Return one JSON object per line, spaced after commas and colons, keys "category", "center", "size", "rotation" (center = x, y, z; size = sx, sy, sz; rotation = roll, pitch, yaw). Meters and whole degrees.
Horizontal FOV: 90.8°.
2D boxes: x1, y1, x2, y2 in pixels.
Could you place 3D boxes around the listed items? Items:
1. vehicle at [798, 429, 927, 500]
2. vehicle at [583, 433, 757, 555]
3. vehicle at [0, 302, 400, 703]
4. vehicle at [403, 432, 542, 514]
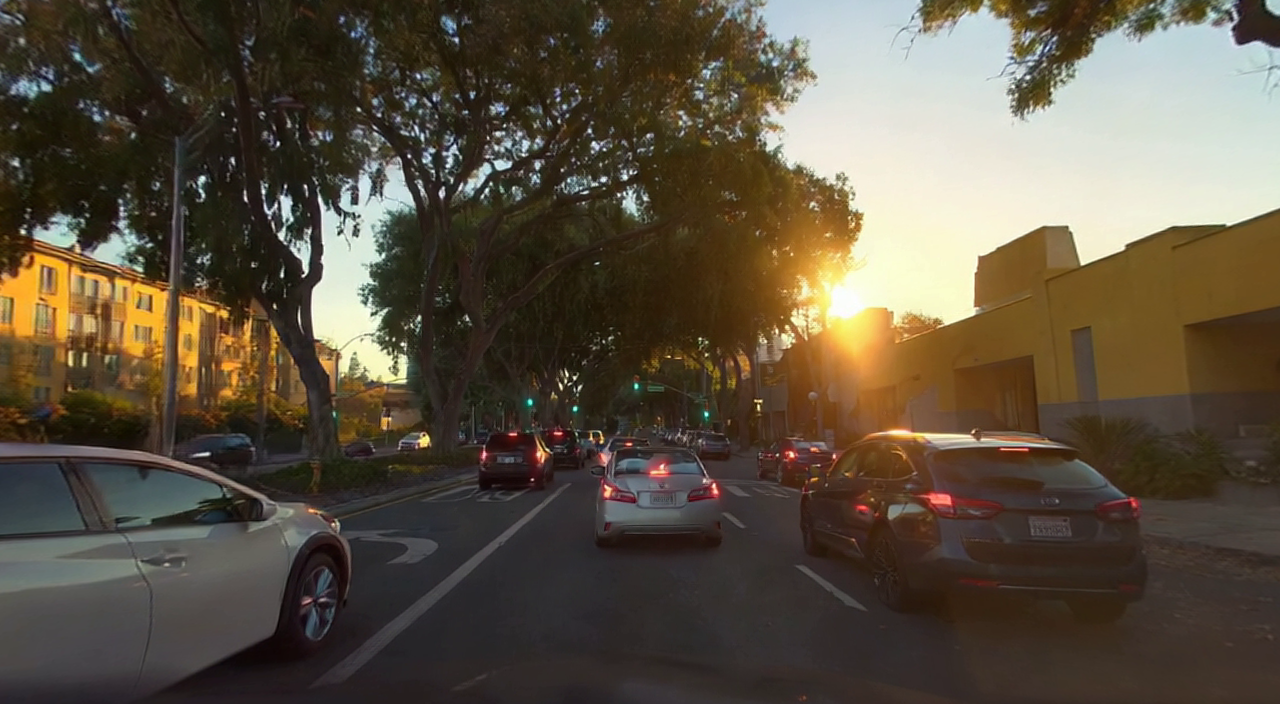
{"category": "vehicle", "center": [6.341, 3.248, 18.686], "size": [2.025, 1.808, 4.579], "rotation": [0, -9, -2]}
{"category": "vehicle", "center": [0.273, 1.995, 9.578], "size": [2.095, 1.438, 3.843], "rotation": [0, -9, -3]}
{"category": "vehicle", "center": [-3.270, 0.927, 3.380], "size": [2.152, 1.802, 4.628], "rotation": [0, -9, 0]}
{"category": "vehicle", "center": [-3.511, 2.625, 14.232], "size": [1.901, 1.522, 4.556], "rotation": [0, -9, 0]}
